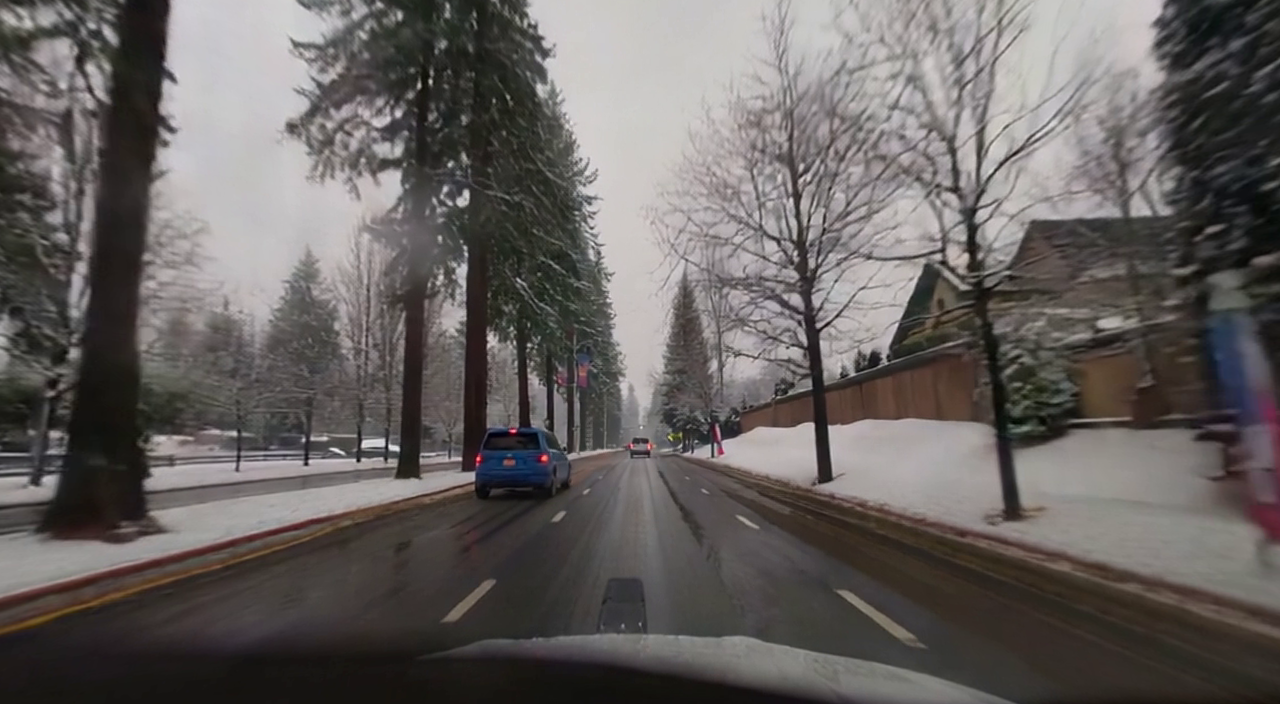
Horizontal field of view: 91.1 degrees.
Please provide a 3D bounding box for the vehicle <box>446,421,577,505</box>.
[{"bbox_3d":[-3.078,2.802,16.292,2.281,1.837,4.845,0,-8,1],"label":"vehicle"}]
